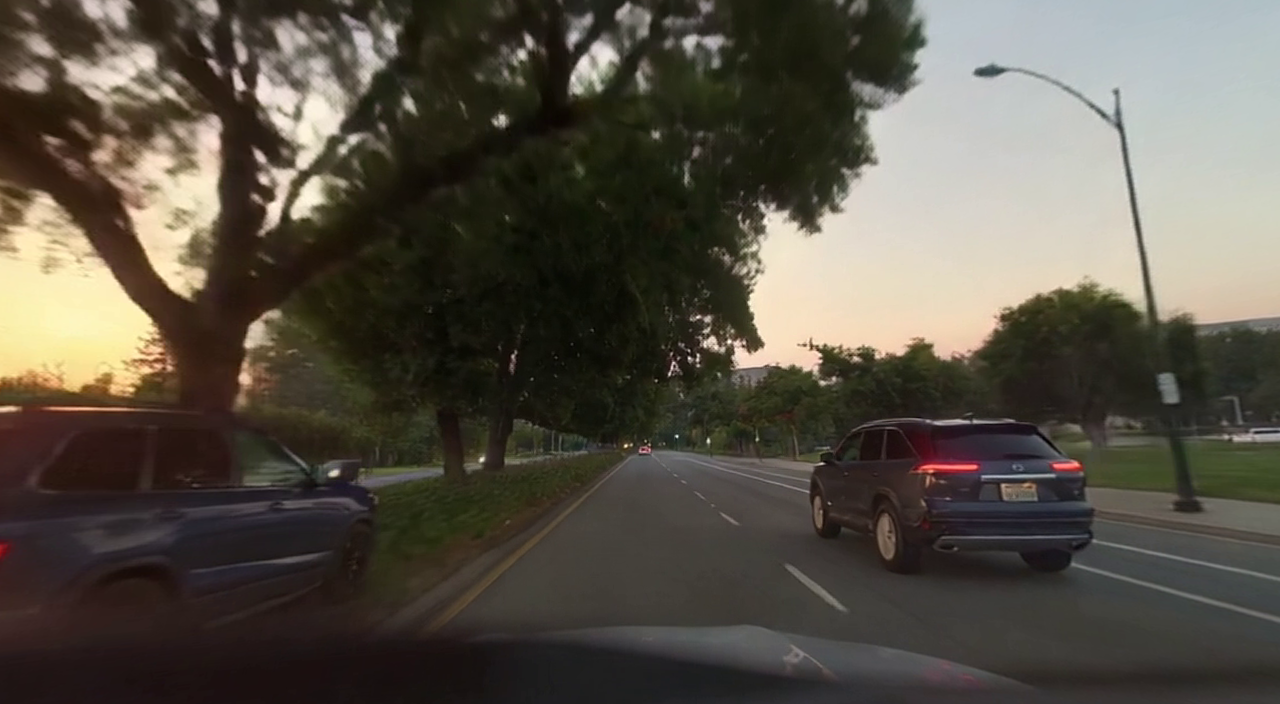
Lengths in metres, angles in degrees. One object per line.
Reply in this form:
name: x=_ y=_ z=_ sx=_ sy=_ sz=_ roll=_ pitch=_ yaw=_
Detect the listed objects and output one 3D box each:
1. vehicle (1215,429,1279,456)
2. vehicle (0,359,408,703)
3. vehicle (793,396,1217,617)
vehicle: x=43.098 y=6.277 z=43.625 sx=4.164 sy=1.794 sz=2.005 roll=0 pitch=-8 yaw=1
vehicle: x=-3.406 y=1.120 z=4.177 sx=2.025 sy=1.635 sz=4.293 roll=0 pitch=-8 yaw=1
vehicle: x=3.558 y=1.610 z=7.633 sx=2.087 sy=1.759 sz=5.040 roll=0 pitch=-8 yaw=0
